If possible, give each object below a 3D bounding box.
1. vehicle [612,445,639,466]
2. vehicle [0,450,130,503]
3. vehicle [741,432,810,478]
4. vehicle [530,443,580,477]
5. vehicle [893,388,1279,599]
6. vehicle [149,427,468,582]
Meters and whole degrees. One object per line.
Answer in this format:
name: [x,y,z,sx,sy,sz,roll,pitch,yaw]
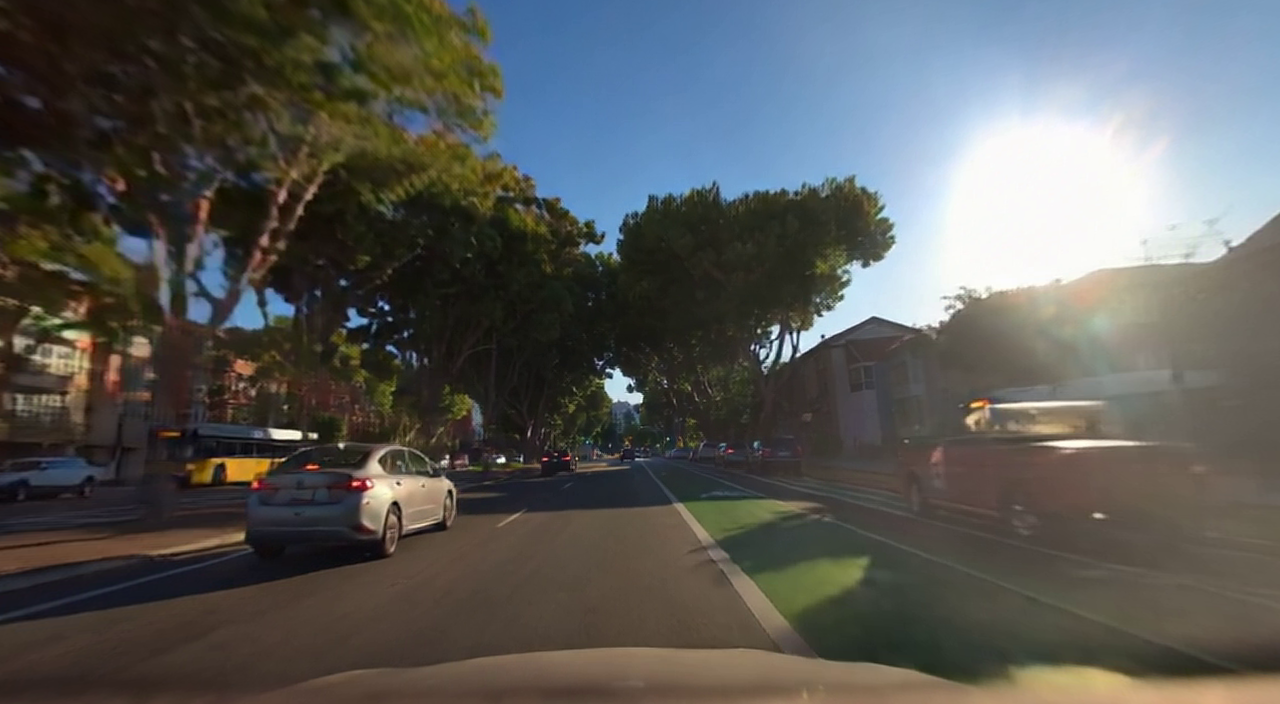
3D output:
vehicle: [-1.088,7.981,48.986,1.999,1.520,3.896,0,-9,-1]
vehicle: [-22.587,4.632,24.059,1.998,1.770,5.202,0,-9,-1]
vehicle: [5.899,4.535,28.049,1.945,1.829,4.305,0,-9,-2]
vehicle: [-4.200,5.396,31.799,1.934,1.522,4.287,-1,-9,0]
vehicle: [5.935,1.673,8.598,2.390,1.816,6.050,0,-9,-1]
vehicle: [-3.960,1.872,8.650,1.995,1.524,4.438,0,-9,-1]
